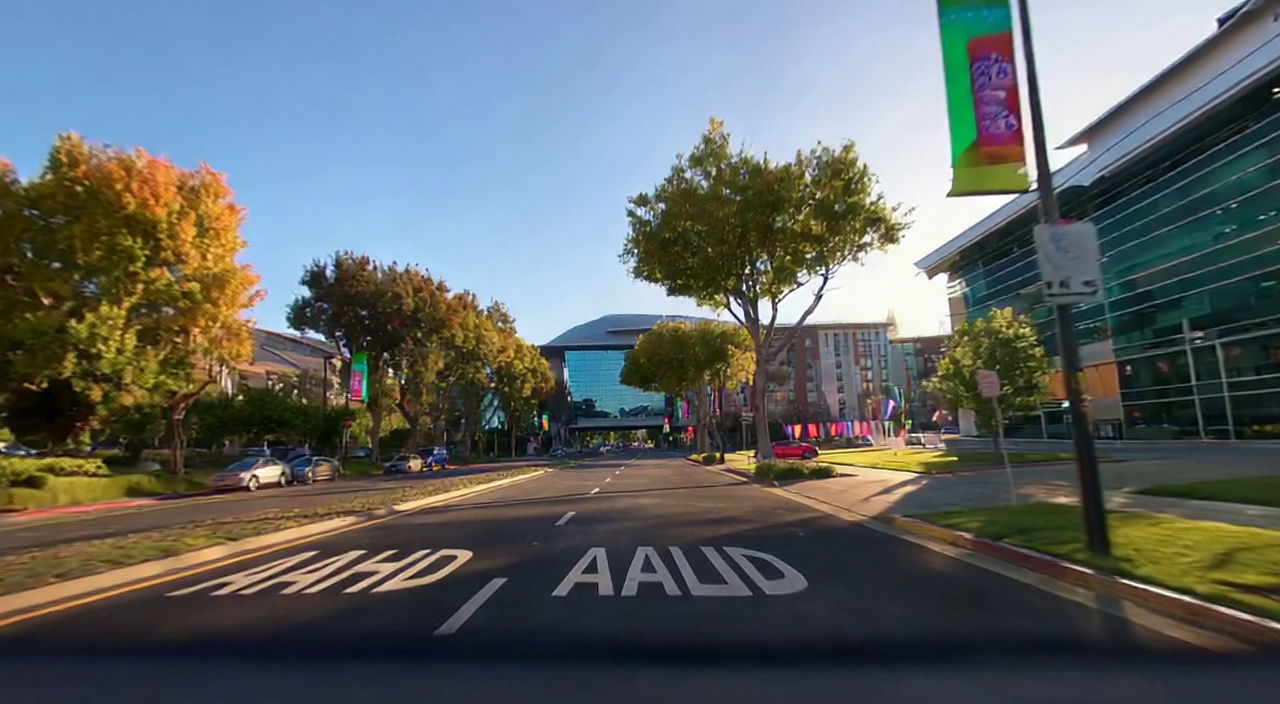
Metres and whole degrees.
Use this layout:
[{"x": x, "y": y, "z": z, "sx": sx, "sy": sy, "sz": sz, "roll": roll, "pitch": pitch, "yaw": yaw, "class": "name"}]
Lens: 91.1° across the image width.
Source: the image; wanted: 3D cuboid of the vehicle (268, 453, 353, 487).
[{"x": -17.139, "y": 6.129, "z": 32.945, "sx": 2.020, "sy": 1.471, "sz": 4.419, "roll": -3, "pitch": -9, "yaw": 1, "class": "vehicle"}]

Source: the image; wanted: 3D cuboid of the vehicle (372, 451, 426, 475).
[{"x": -16.989, "y": 7.807, "z": 44.515, "sx": 1.873, "sy": 1.544, "sz": 4.794, "roll": 0, "pitch": -9, "yaw": 2, "class": "vehicle"}]

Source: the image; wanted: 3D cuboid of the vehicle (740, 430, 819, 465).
[{"x": 9.541, "y": 6.578, "z": 43.143, "sx": 4.716, "sy": 1.672, "sz": 2.330, "roll": -8, "pitch": -8, "yaw": -1, "class": "vehicle"}]

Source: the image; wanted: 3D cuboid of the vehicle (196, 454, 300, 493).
[{"x": -17.187, "y": 5.308, "z": 27.816, "sx": 1.829, "sy": 1.508, "sz": 4.377, "roll": 0, "pitch": -9, "yaw": 0, "class": "vehicle"}]
